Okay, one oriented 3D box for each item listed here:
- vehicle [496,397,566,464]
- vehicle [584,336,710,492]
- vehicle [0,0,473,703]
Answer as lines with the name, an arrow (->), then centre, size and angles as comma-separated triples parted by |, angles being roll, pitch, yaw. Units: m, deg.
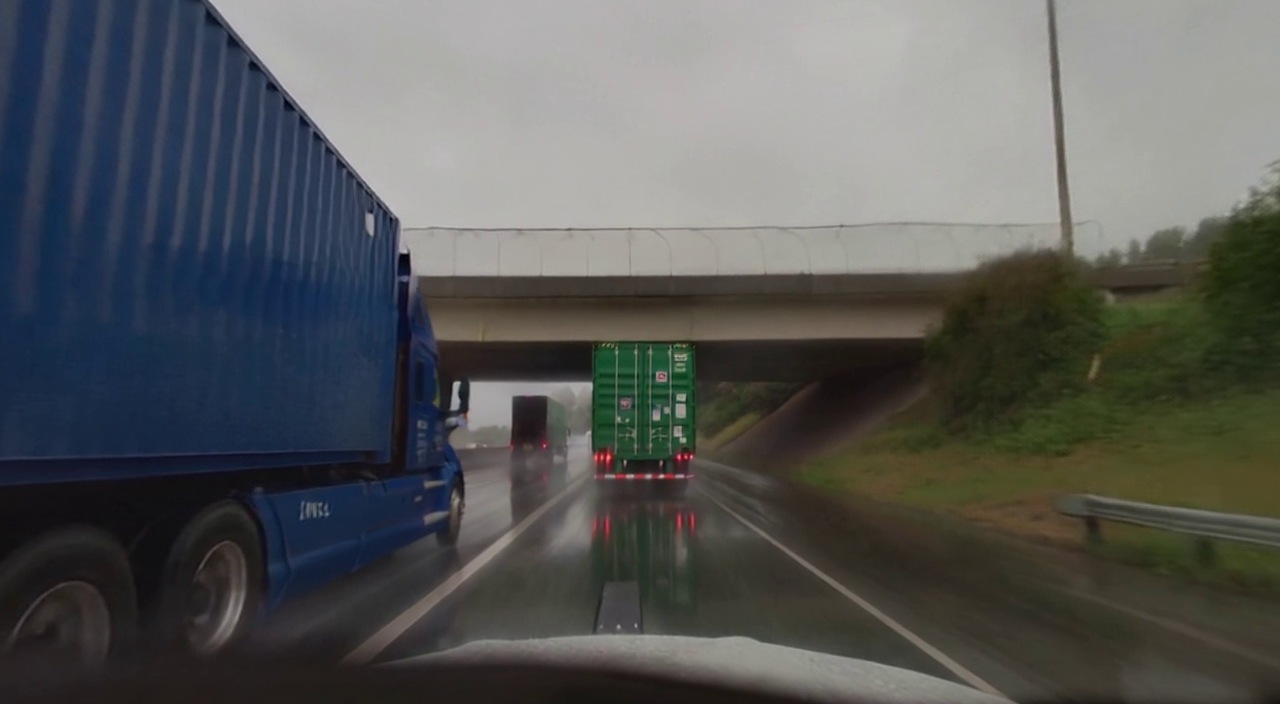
vehicle -> -7.468, 5.759, 45.379 | 3.023, 4.139, 11.860 | 0, -9, -1
vehicle -> 0.045, 2.203, 20.873 | 3.357, 4.212, 7.519 | 0, -9, -2
vehicle -> -3.545, -0.085, 3.807 | 3.187, 3.949, 6.963 | 0, -9, 0
